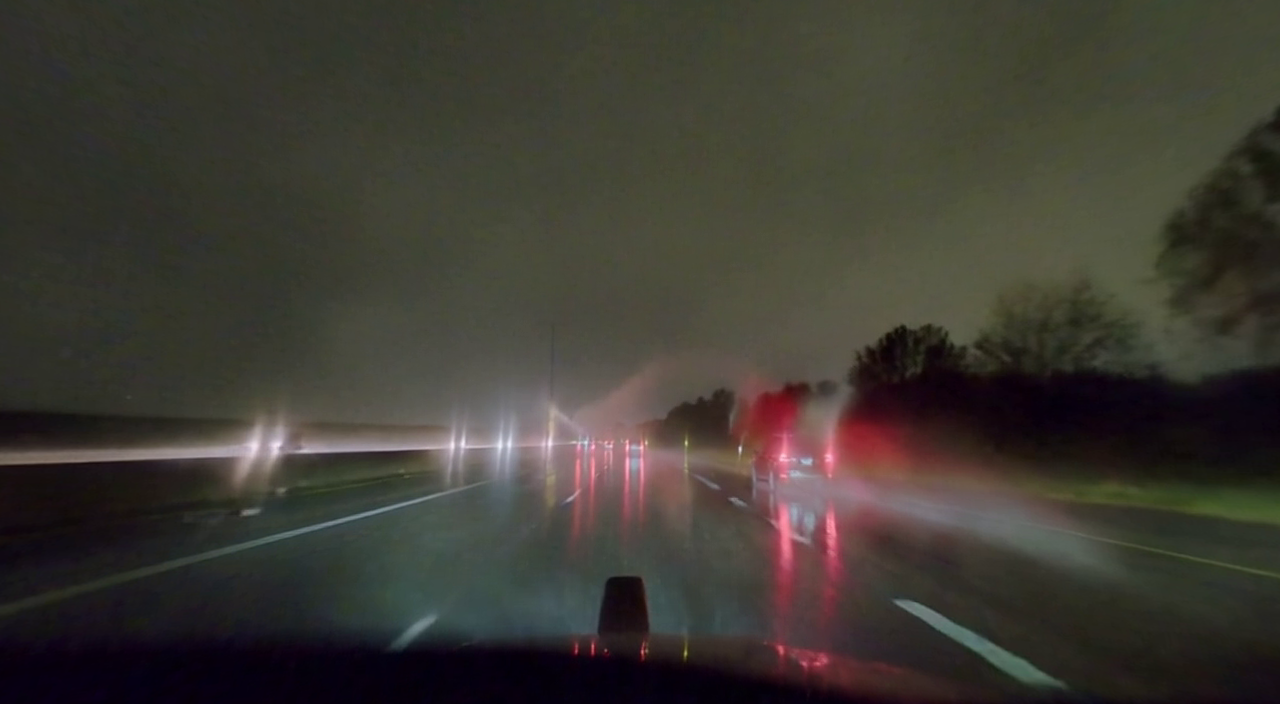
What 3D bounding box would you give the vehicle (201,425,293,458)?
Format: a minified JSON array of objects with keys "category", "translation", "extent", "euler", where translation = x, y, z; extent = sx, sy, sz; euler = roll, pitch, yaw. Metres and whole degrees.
[{"category":"vehicle","translation":[-22.739,5.225,36.691],"extent":[1.973,1.735,5.274],"euler":[0,-8,0]}]
